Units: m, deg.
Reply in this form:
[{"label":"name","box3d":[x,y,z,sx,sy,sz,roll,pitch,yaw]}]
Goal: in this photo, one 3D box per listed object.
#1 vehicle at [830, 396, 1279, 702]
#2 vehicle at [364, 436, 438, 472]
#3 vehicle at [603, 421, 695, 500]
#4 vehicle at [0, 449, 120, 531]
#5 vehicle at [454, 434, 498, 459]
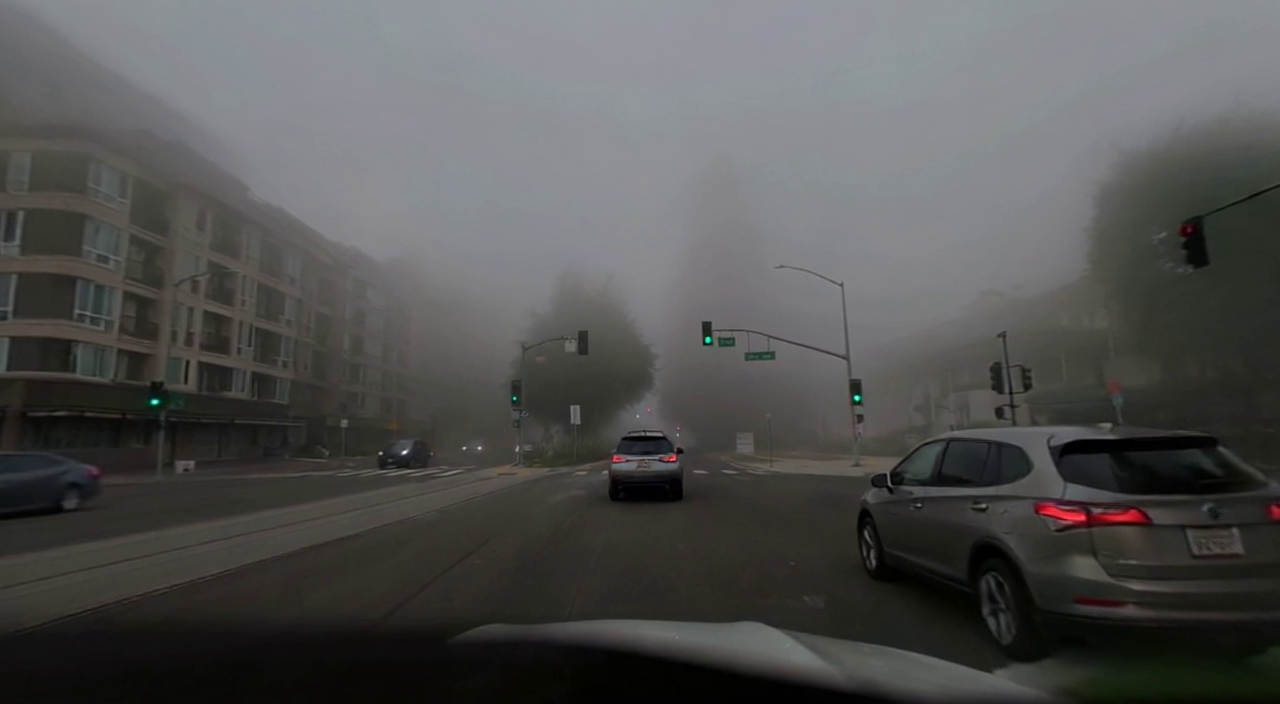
[{"label":"vehicle","box3d":[3.264,1.342,5.500,1.906,1.608,4.137,0,-8,0]},{"label":"vehicle","box3d":[-12.725,5.448,34.045,1.964,1.712,5.236,0,-8,0]},{"label":"vehicle","box3d":[0.329,2.989,17.894,2.206,1.858,5.332,-1,-8,3]},{"label":"vehicle","box3d":[-13.007,2.685,12.336,1.943,1.487,4.472,0,-8,-1]},{"label":"vehicle","box3d":[-12.677,7.334,49.186,2.076,1.836,4.847,0,-8,1]}]
